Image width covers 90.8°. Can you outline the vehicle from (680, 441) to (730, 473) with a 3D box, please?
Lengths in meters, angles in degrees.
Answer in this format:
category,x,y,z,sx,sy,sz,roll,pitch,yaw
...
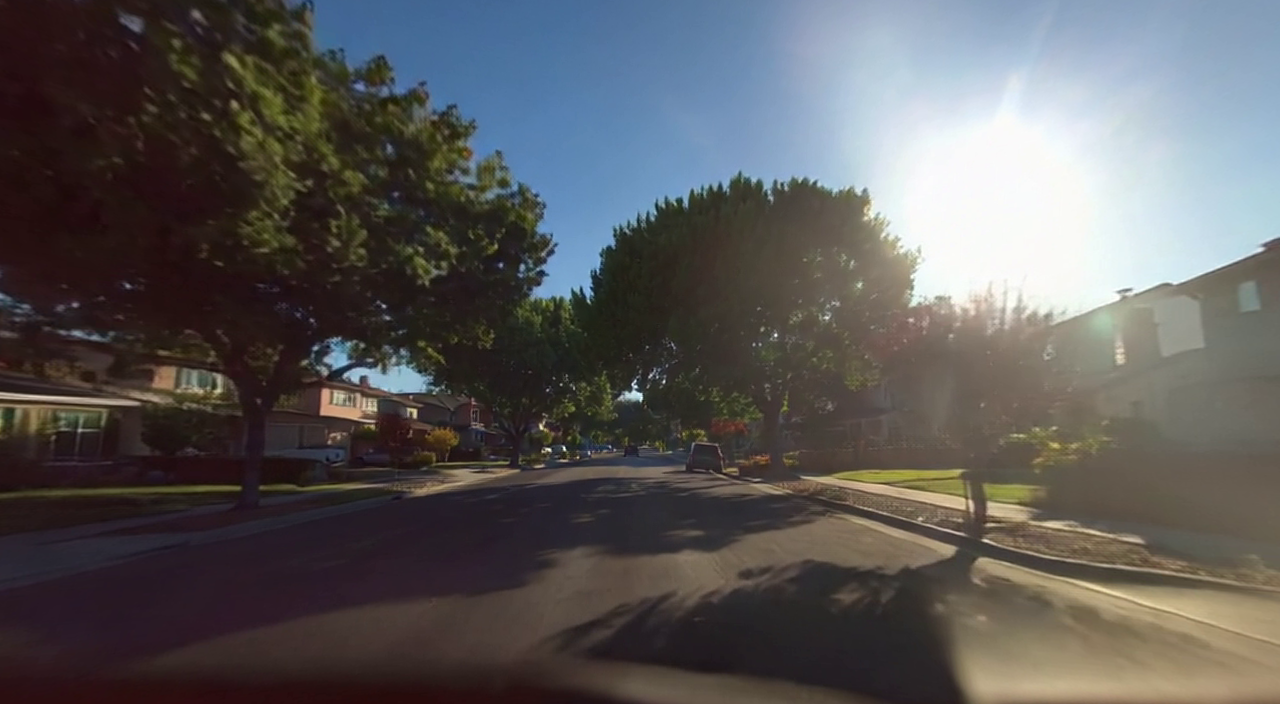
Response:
category,x,y,z,sx,sy,sz,roll,pitch,yaw
vehicle,3.538,5.824,35.290,2.136,1.596,4.790,0,-8,-1

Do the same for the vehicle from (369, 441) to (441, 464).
category,x,y,z,sx,sy,sz,roll,pitch,yaw
vehicle,-17.435,7.470,47.070,4.607,1.573,2.058,1,-8,-5
